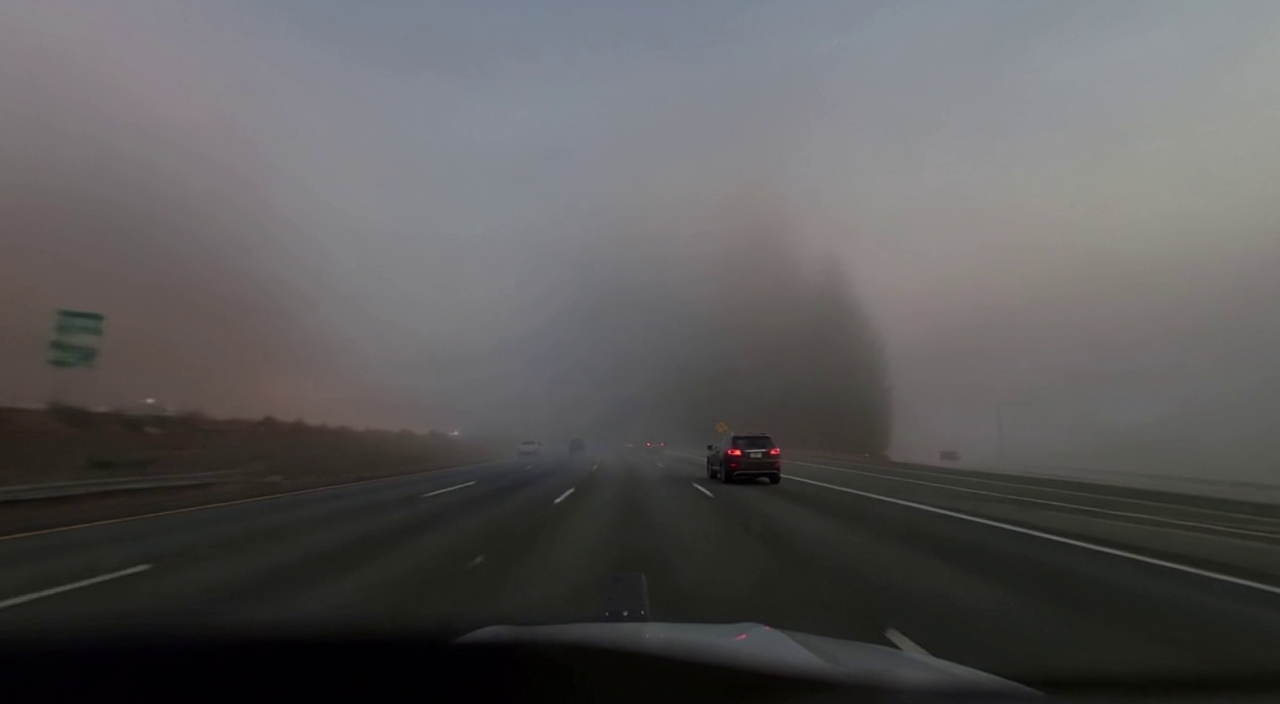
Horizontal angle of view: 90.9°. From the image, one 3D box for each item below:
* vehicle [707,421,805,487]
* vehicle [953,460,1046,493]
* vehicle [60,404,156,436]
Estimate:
[{"bbox_3d":[3.402,3.112,19.443,2.043,1.795,4.347,0,-8,-2],"label":"vehicle"},{"bbox_3d":[20.268,7.001,35.828,2.033,1.580,4.752,1,-8,-8],"label":"vehicle"},{"bbox_3d":[-25.772,3.347,30.709,1.606,1.450,3.588,0,-8,-3],"label":"vehicle"}]
